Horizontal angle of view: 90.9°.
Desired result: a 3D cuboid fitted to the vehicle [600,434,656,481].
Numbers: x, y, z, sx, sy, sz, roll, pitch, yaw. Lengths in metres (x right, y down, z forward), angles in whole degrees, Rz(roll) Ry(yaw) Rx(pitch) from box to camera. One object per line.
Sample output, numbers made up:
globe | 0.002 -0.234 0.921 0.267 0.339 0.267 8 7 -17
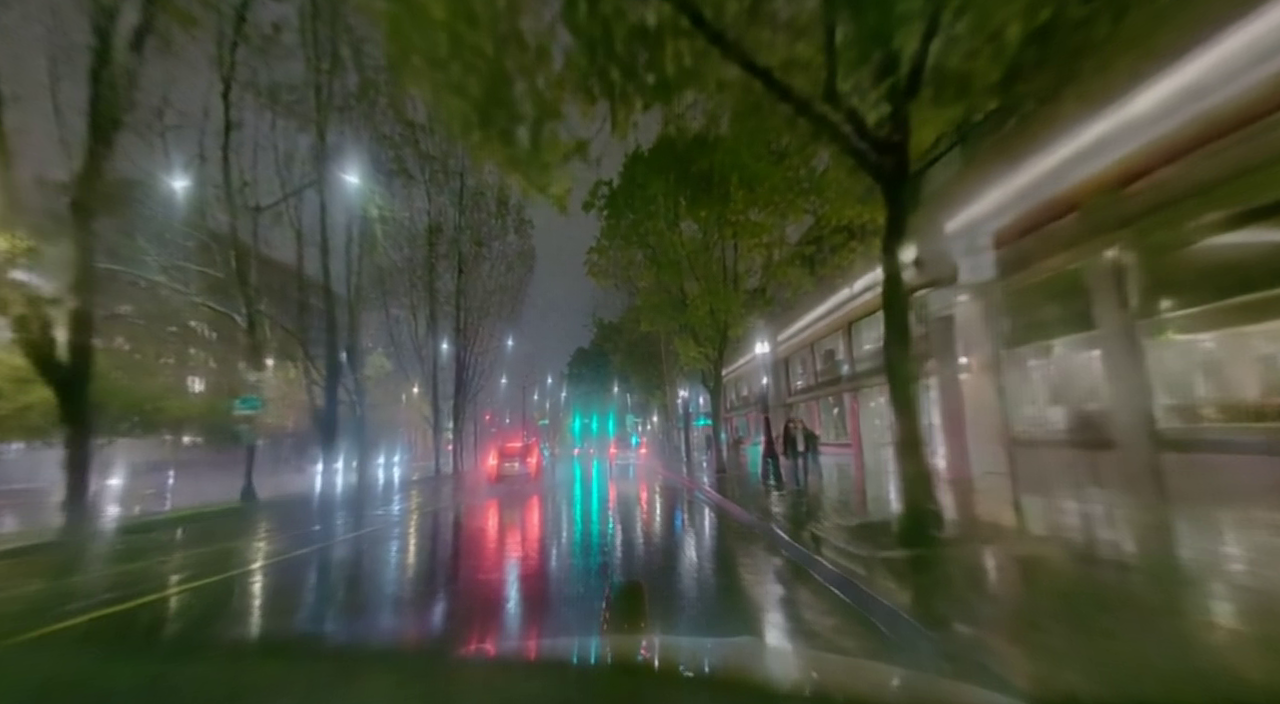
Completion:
vehicle | -0.531 4.271 25.768 2.120 1.758 3.917 0 -8 -2

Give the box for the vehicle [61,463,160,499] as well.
vehicle | -35.052 8.502 41.992 2.056 2.046 5.580 0 -8 -4

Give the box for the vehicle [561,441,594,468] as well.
vehicle | -4.472 7.396 45.765 2.220 1.847 4.587 0 -8 -3

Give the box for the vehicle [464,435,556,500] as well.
vehicle | -3.730 3.361 18.754 1.940 1.722 3.823 0 -8 -1
